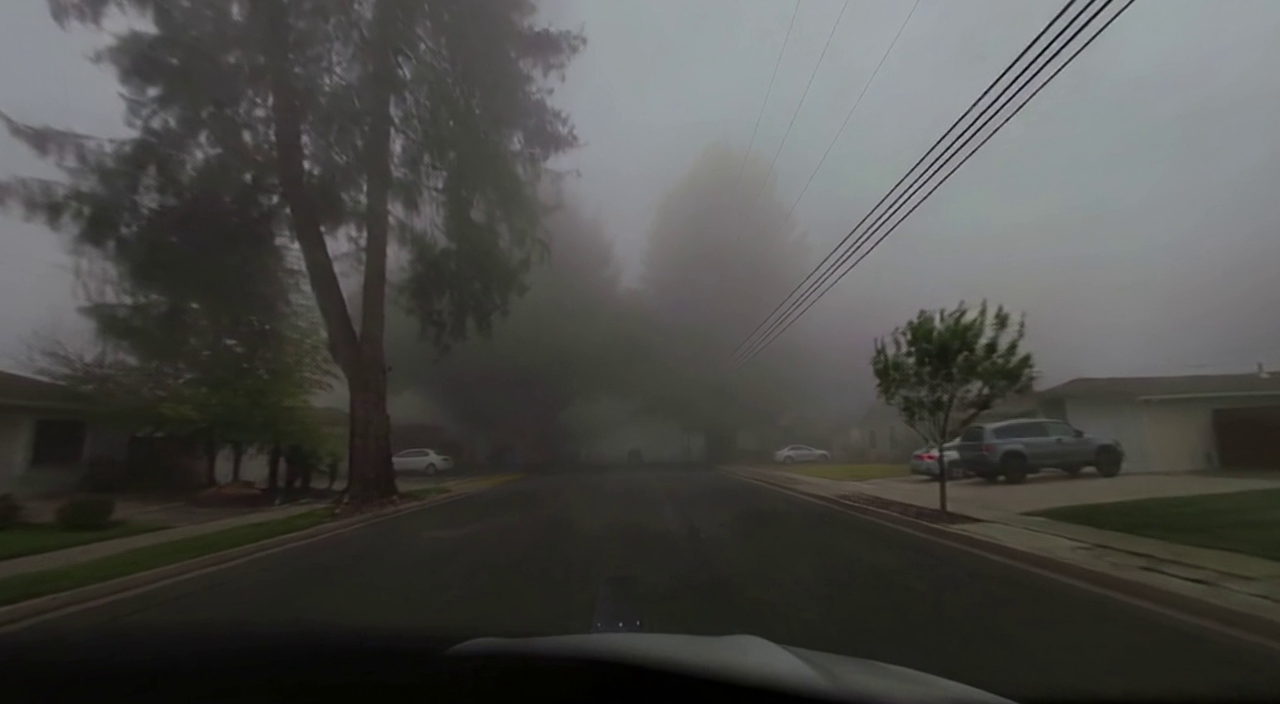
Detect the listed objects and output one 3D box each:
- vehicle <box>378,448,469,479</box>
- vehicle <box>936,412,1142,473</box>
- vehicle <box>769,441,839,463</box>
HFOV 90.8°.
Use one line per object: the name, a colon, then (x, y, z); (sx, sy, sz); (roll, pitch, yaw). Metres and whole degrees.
vehicle: (-13.232, 6.797, 38.842); (4.887, 1.788, 2.006); (0, -8, -3)
vehicle: (12.776, 2.943, 20.556); (5.049, 1.845, 2.327); (0, -9, 0)
vehicle: (12.003, 7.341, 46.348); (4.626, 1.541, 1.866); (1, -9, -2)
